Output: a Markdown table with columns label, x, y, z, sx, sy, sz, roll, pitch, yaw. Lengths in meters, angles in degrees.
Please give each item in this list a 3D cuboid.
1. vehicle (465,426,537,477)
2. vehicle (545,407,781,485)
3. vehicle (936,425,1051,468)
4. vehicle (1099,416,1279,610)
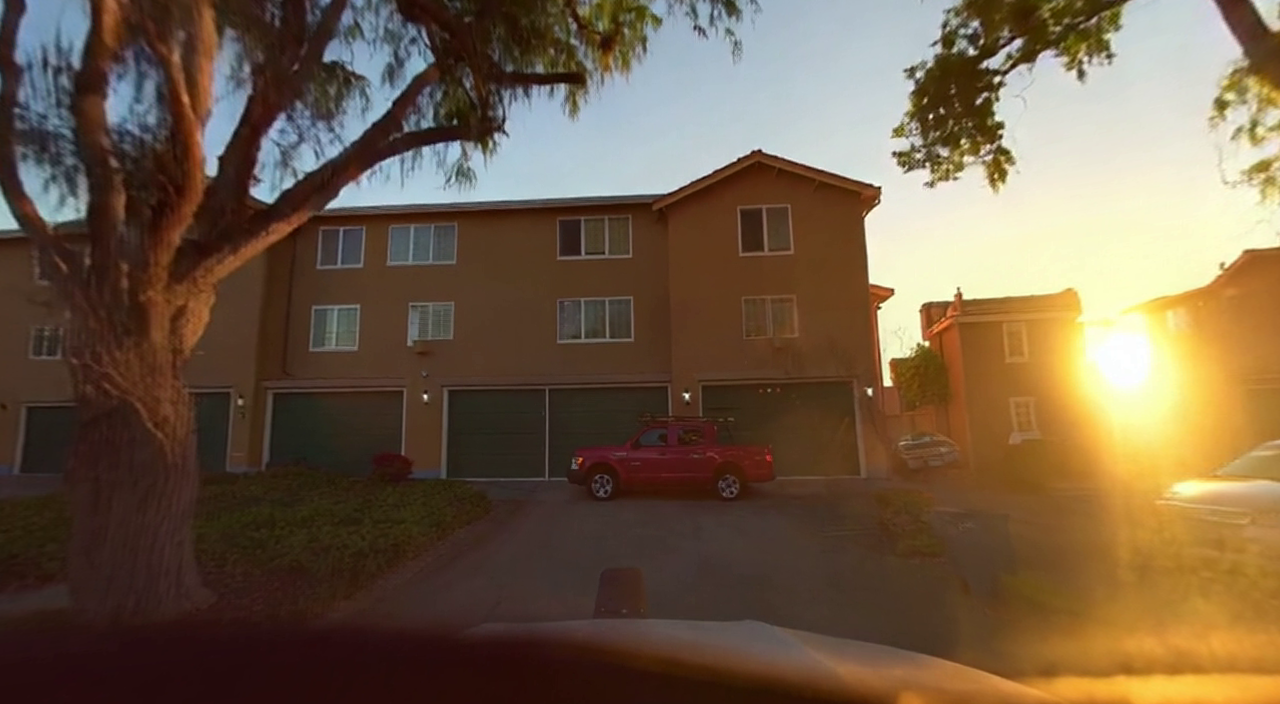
| label | x | y | z | sx | sy | sz | roll | pitch | yaw |
| --- | --- | --- | --- | --- | --- | --- | --- | --- | --- |
| vehicle | -5.261 | 3.769 | 24.406 | 1.869 | 1.460 | 3.826 | -3 | -3 | 0 |
| vehicle | 0.543 | 2.397 | 16.178 | 5.600 | 1.835 | 2.161 | 0 | -8 | -1 |
| vehicle | 15.004 | 4.046 | 26.954 | 3.770 | 1.496 | 1.951 | 4 | -10 | 1 |
| vehicle | 7.562 | 1.504 | 6.550 | 4.074 | 1.617 | 2.112 | -1 | -5 | -7 |
